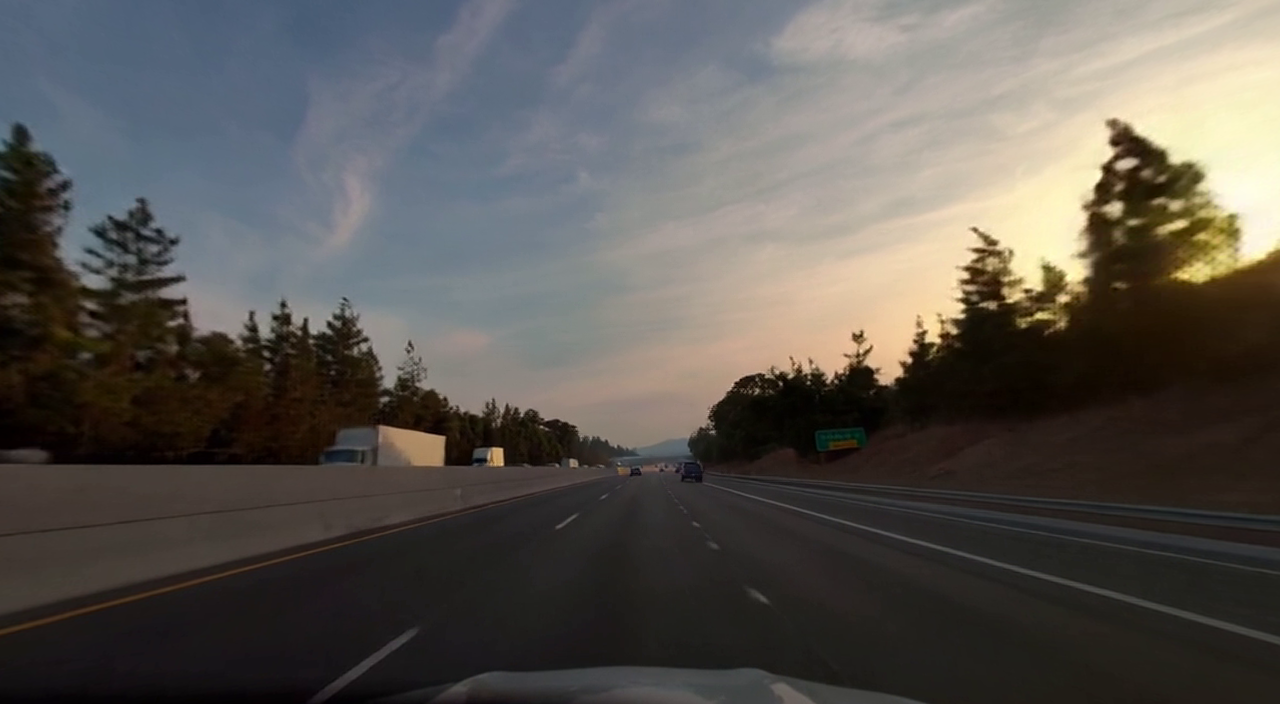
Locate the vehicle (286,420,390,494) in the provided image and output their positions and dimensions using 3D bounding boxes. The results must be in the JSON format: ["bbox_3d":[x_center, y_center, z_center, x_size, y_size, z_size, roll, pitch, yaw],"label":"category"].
[{"bbox_3d":[-17.769,6.270,37.622,3.019,3.988,5.836,1,-10,1],"label":"vehicle"}]

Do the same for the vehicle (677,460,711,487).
[{"bbox_3d":[4.027,9.232,47.983,2.093,1.933,4.623,1,-10,-1],"label":"vehicle"}]
